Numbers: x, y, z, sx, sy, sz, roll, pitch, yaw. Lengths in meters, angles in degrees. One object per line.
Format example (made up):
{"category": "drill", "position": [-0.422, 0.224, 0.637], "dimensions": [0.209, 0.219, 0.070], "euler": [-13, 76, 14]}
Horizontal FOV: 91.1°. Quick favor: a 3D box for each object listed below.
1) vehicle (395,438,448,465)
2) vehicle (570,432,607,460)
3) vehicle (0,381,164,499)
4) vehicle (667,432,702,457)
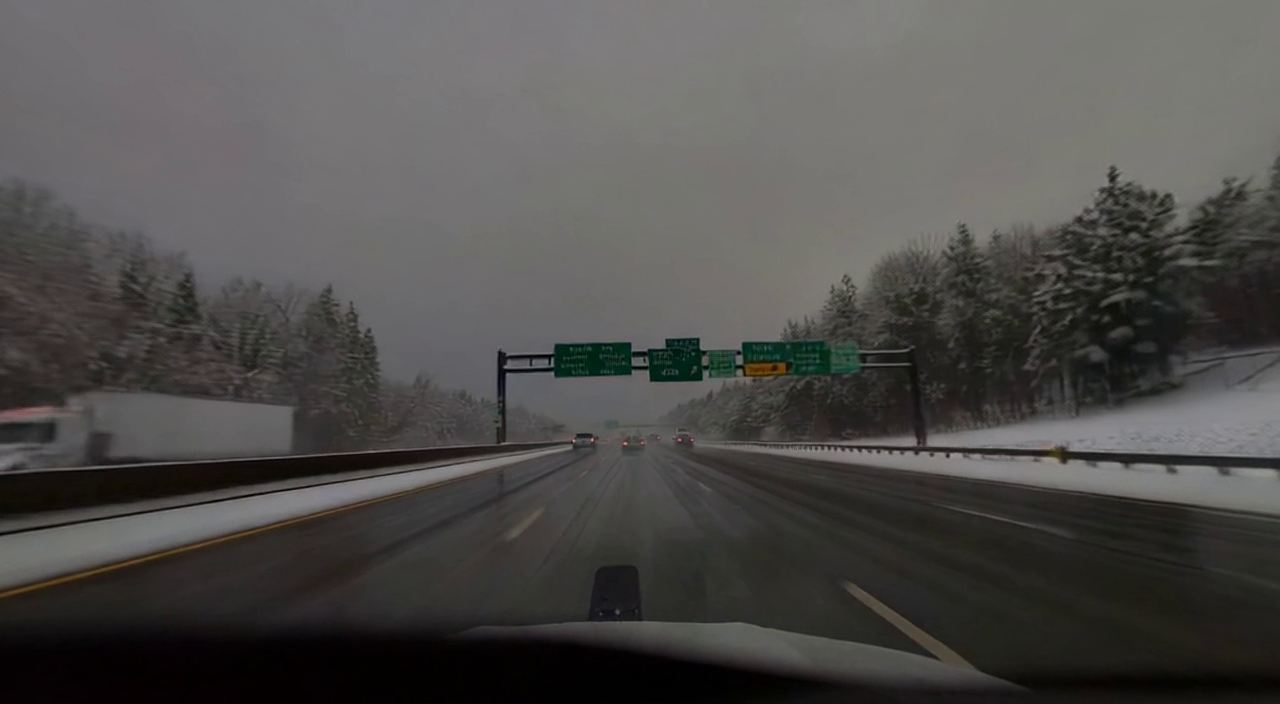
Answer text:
{"category": "vehicle", "position": [-13.883, 6.349, 40.250], "dimensions": [1.955, 1.610, 4.076], "euler": [0, -8, 0]}
{"category": "vehicle", "position": [-3.123, 5.780, 38.705], "dimensions": [2.119, 1.629, 3.946], "euler": [0, -8, -2]}
{"category": "vehicle", "position": [-21.630, 3.244, 23.414], "dimensions": [2.957, 3.789, 5.977], "euler": [0, -8, -1]}
{"category": "vehicle", "position": [3.132, 6.616, 45.172], "dimensions": [2.066, 1.673, 4.225], "euler": [0, -8, -2]}
